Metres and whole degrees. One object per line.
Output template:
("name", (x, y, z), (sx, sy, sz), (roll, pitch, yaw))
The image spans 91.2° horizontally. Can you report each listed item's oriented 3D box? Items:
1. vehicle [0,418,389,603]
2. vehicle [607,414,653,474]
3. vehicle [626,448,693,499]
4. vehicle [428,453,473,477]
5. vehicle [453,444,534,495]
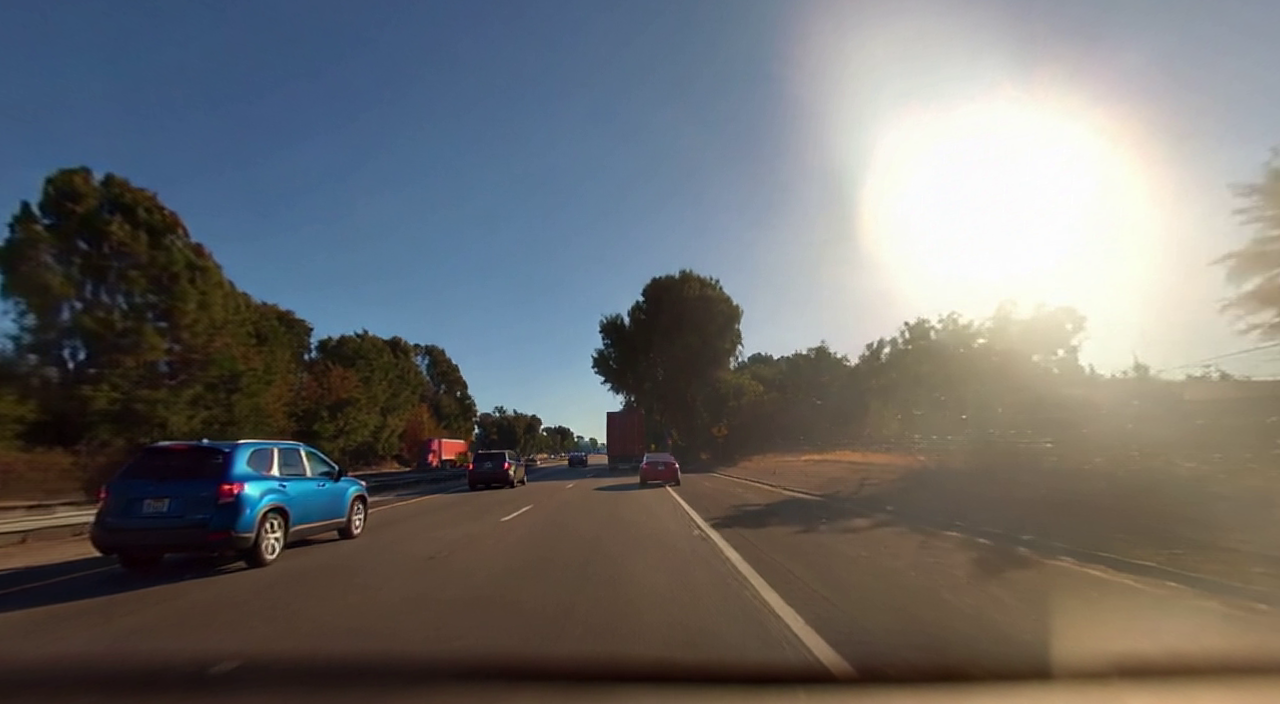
("vehicle", (-5.051, 1.778, 7.886), (2.100, 1.671, 4.105), (0, -9, -1))
("vehicle", (-0.850, 7.087, 48.059), (3.113, 4.066, 10.786), (0, -9, -2))
("vehicle", (0.542, 3.962, 20.832), (2.026, 1.489, 4.045), (0, -9, -1))
("vehicle", (-14.144, 8.405, 46.994), (2.014, 1.643, 4.585), (0, -9, -1))
("vehicle", (-5.258, 4.257, 23.071), (2.035, 1.664, 4.064), (0, -9, 0))
